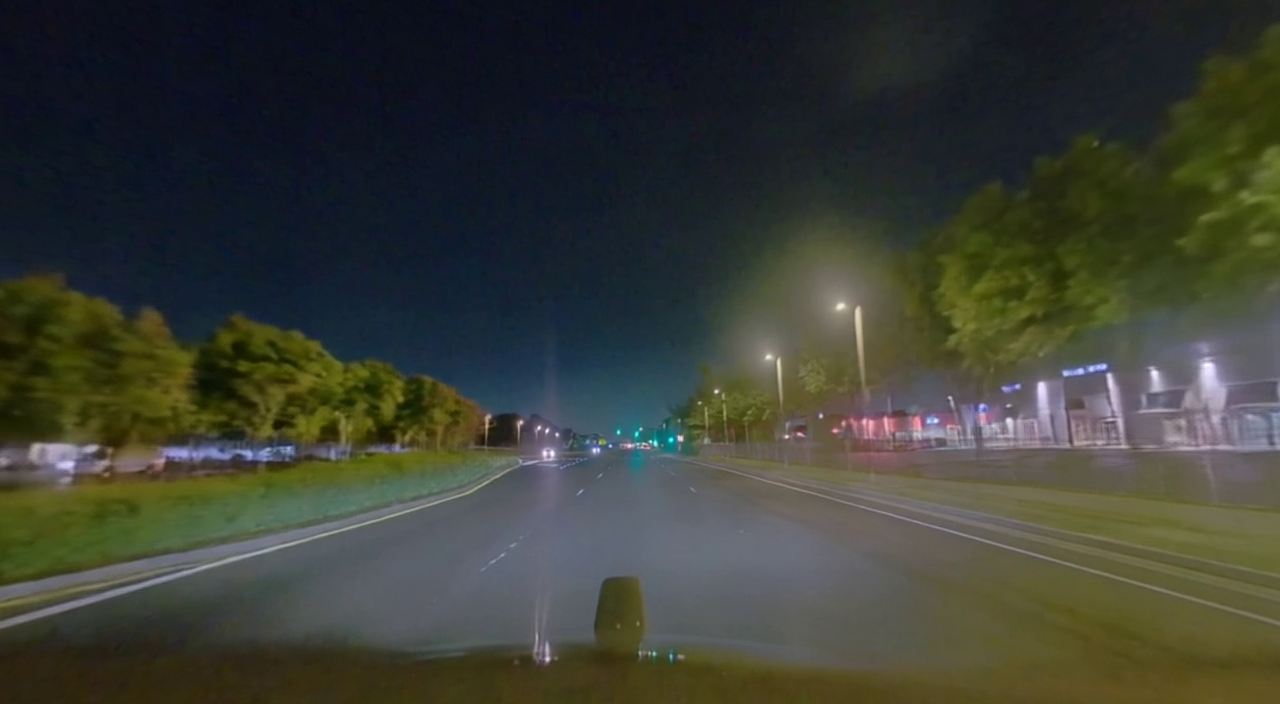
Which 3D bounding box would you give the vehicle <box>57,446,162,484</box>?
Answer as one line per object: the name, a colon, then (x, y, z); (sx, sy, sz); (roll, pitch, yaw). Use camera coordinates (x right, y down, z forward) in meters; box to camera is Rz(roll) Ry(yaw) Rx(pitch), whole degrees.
vehicle: (-28.337, 5.994, 33.950); (1.987, 1.872, 4.150); (0, -8, 1)
